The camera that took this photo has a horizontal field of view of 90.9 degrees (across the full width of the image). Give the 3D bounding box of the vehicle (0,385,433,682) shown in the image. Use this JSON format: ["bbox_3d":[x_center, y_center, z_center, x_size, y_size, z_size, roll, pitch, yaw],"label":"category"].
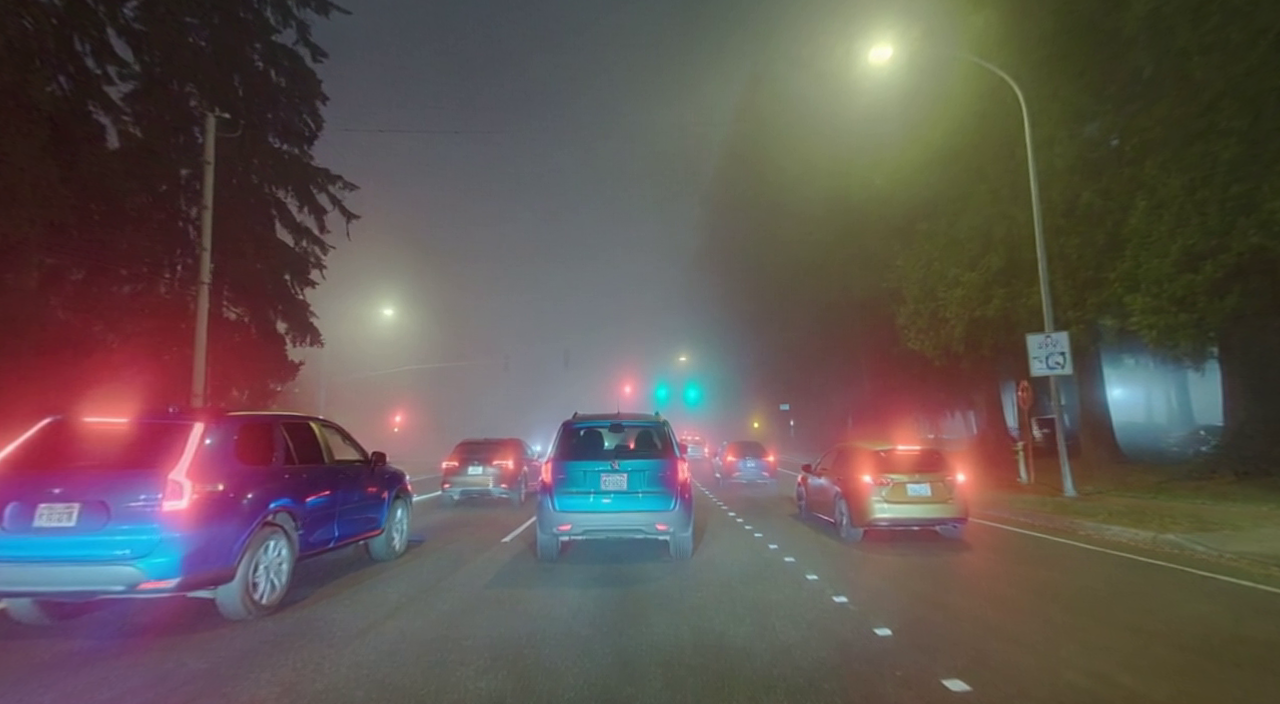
[{"bbox_3d":[-3.702,1.364,5.858,2.039,1.709,4.265,0,-8,1],"label":"vehicle"}]

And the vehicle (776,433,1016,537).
[{"bbox_3d":[4.261,2.276,11.554,2.036,1.480,4.659,1,-8,-6],"label":"vehicle"}]

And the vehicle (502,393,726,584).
[{"bbox_3d":[-0.224,1.639,8.356,2.132,1.816,4.471,0,-8,1],"label":"vehicle"}]

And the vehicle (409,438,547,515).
[{"bbox_3d":[-3.452,2.728,14.347,1.897,1.479,4.204,0,-8,2],"label":"vehicle"}]

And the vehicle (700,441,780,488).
[{"bbox_3d":[3.304,3.823,21.765,1.996,1.443,4.270,0,-8,-1],"label":"vehicle"}]

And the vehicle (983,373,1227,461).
[{"bbox_3d":[17.858,2.571,24.573,7.314,3.230,2.680,0,-8,-2],"label":"vehicle"}]
